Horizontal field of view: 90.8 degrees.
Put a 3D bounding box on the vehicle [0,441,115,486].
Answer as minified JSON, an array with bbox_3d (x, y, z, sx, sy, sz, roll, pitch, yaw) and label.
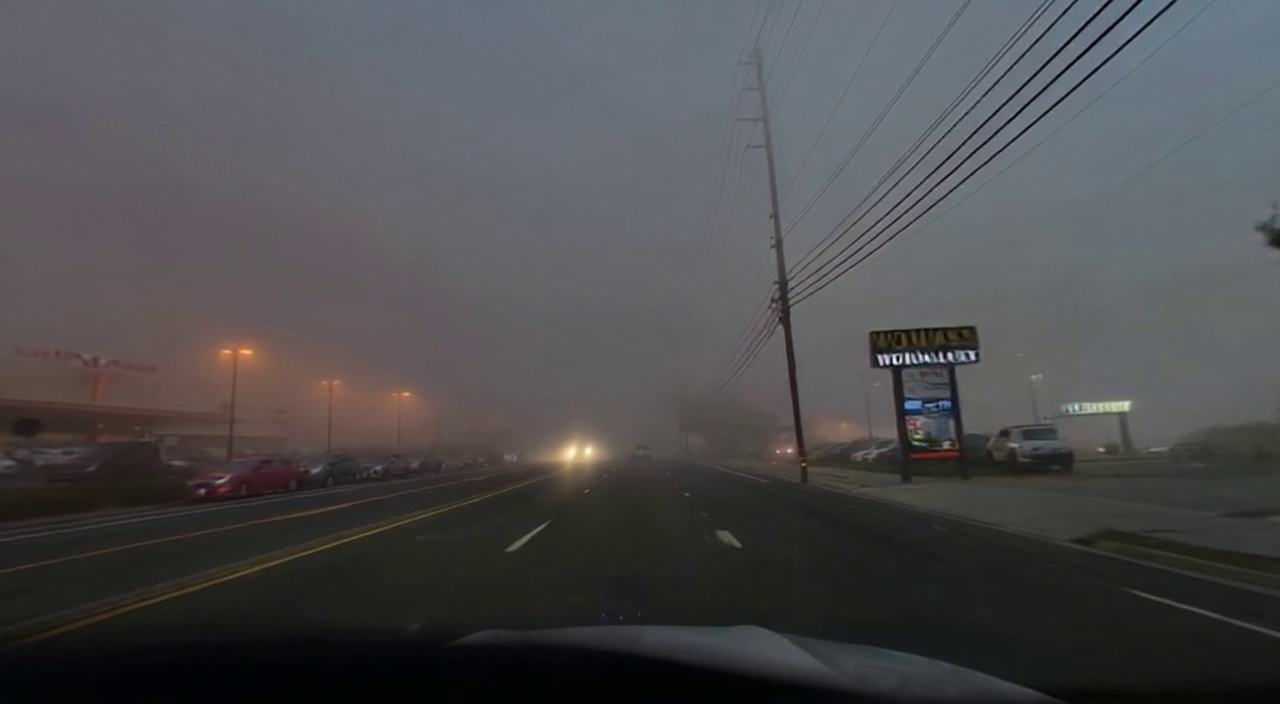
[{"bbox_3d":[-23.889,4.336,24.740,4.527,1.679,2.055,3,-9,-18],"label":"vehicle"}]

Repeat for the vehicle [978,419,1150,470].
[{"bbox_3d":[15.401,3.396,23.177,4.667,1.775,2.199,0,-8,-1],"label":"vehicle"}]

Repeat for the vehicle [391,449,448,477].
[{"bbox_3d":[-13.635,6.841,39.283,1.901,1.552,4.541,0,-8,0],"label":"vehicle"}]

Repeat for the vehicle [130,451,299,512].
[{"bbox_3d":[-13.694,4.140,20.830,2.014,1.523,5.092,-3,-8,1],"label":"vehicle"}]

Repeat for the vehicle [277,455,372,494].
[{"bbox_3d":[-13.574,5.253,27.535,1.791,1.377,4.807,-2,-8,-1],"label":"vehicle"}]

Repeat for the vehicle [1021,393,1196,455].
[{"bbox_3d":[29.660,4.637,40.258,8.821,3.745,2.909,0,-9,-3],"label":"vehicle"}]

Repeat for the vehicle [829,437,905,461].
[{"bbox_3d":[15.054,6.436,42.142,4.300,1.431,1.937,-2,-7,1],"label":"vehicle"}]

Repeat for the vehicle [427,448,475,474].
[{"bbox_3d":[-13.421,7.740,45.138,1.793,1.534,5.400,-2,-7,0],"label":"vehicle"}]
